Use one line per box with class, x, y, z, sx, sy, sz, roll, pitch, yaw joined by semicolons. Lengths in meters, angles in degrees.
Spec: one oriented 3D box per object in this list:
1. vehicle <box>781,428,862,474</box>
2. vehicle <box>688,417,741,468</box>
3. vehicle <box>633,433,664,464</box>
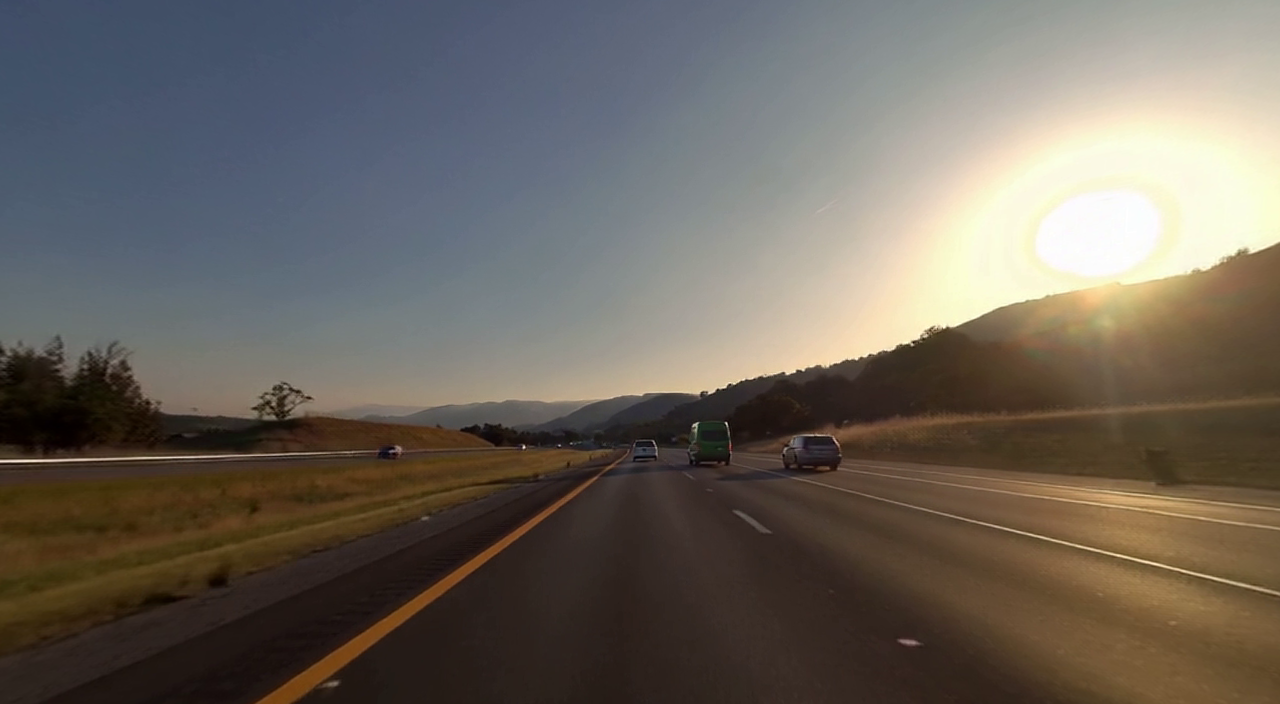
vehicle;8.188;4.534;29.019;2.240;1.925;4.854;0;-8;-1
vehicle;4.157;5.240;36.460;2.302;2.670;6.176;0;-8;0
vehicle;0.548;6.961;45.571;2.131;2.122;4.473;0;-8;0
